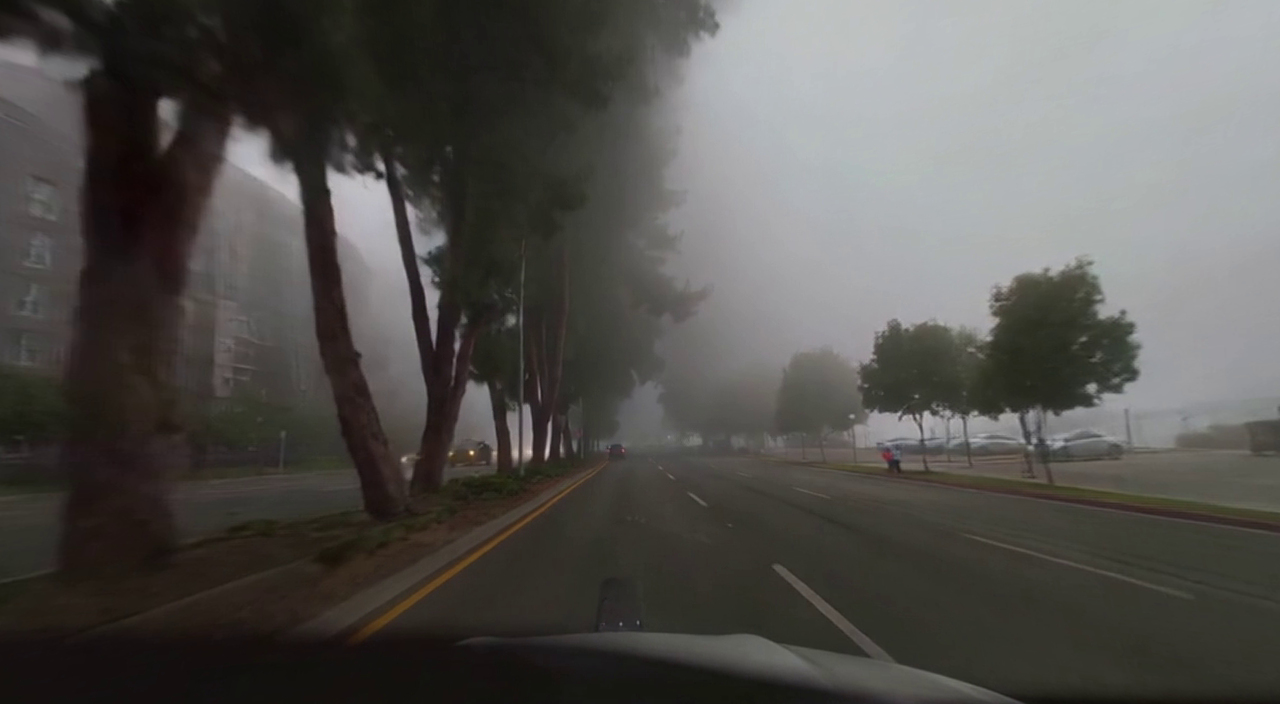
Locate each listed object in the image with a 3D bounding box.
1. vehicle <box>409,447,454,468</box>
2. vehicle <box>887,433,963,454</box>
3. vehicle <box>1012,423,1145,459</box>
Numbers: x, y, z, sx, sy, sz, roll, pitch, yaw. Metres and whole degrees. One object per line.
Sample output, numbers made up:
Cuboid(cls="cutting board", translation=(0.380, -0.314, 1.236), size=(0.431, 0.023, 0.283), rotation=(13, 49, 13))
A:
Cuboid(cls="vehicle", translation=(-16.225, 8.189, 49.368), size=(1.966, 1.523, 4.555), rotation=(0, -9, 0))
Cuboid(cls="vehicle", translation=(21.743, 7.003, 48.301), size=(4.739, 1.569, 2.097), rotation=(-1, -9, 3))
Cuboid(cls="vehicle", translation=(22.494, 4.585, 32.477), size=(5.320, 1.722, 2.651), rotation=(2, -9, -15))
